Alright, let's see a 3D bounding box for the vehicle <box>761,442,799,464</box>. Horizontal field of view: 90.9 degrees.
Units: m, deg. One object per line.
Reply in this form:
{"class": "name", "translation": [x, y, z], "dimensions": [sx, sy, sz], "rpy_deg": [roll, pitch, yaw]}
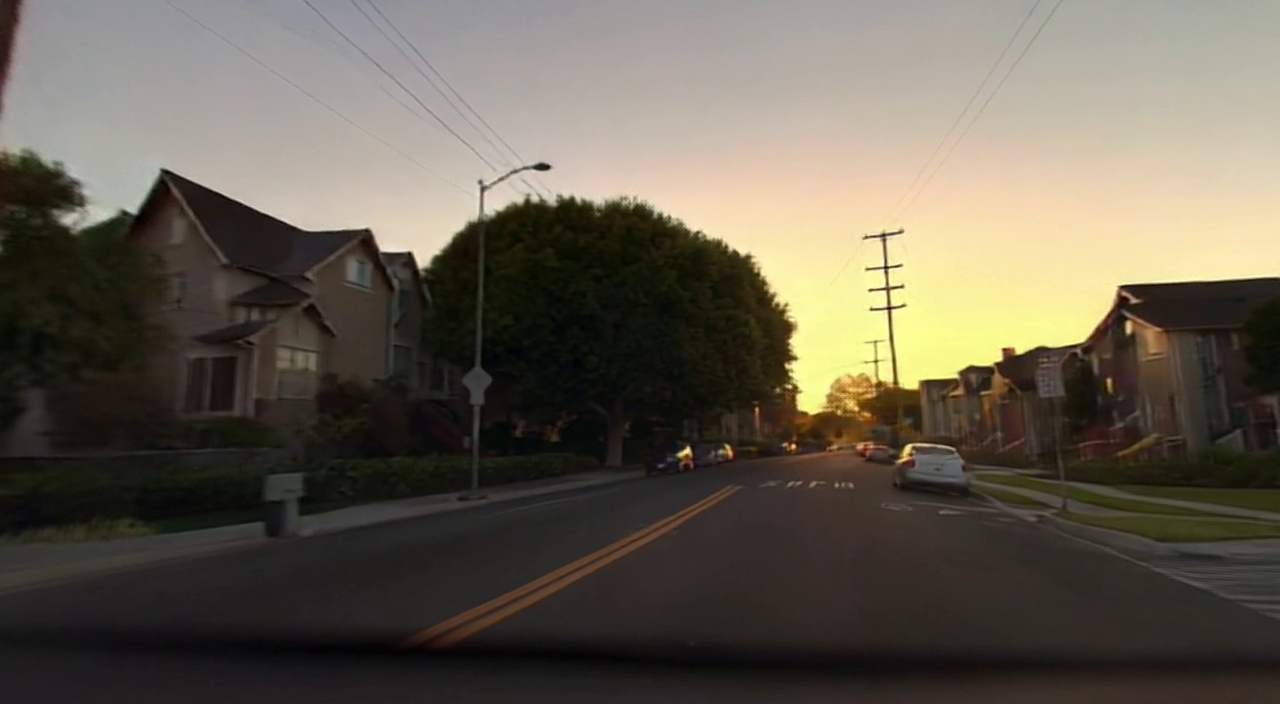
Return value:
{"class": "vehicle", "translation": [9.750, 6.953, 43.582], "dimensions": [2.079, 1.441, 4.541], "rpy_deg": [-3, -9, 18]}

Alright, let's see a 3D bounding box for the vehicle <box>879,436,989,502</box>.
{"class": "vehicle", "translation": [7.637, 3.027, 16.856], "dimensions": [2.014, 1.482, 4.599], "rpy_deg": [-3, -9, 17]}

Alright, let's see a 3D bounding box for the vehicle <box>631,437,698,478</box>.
{"class": "vehicle", "translation": [1.257, 4.959, 30.076], "dimensions": [2.027, 1.695, 4.437], "rpy_deg": [-6, -9, 16]}

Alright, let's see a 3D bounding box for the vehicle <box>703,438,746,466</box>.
{"class": "vehicle", "translation": [6.134, 7.149, 45.330], "dimensions": [2.120, 1.799, 5.370], "rpy_deg": [-4, -9, 17]}
